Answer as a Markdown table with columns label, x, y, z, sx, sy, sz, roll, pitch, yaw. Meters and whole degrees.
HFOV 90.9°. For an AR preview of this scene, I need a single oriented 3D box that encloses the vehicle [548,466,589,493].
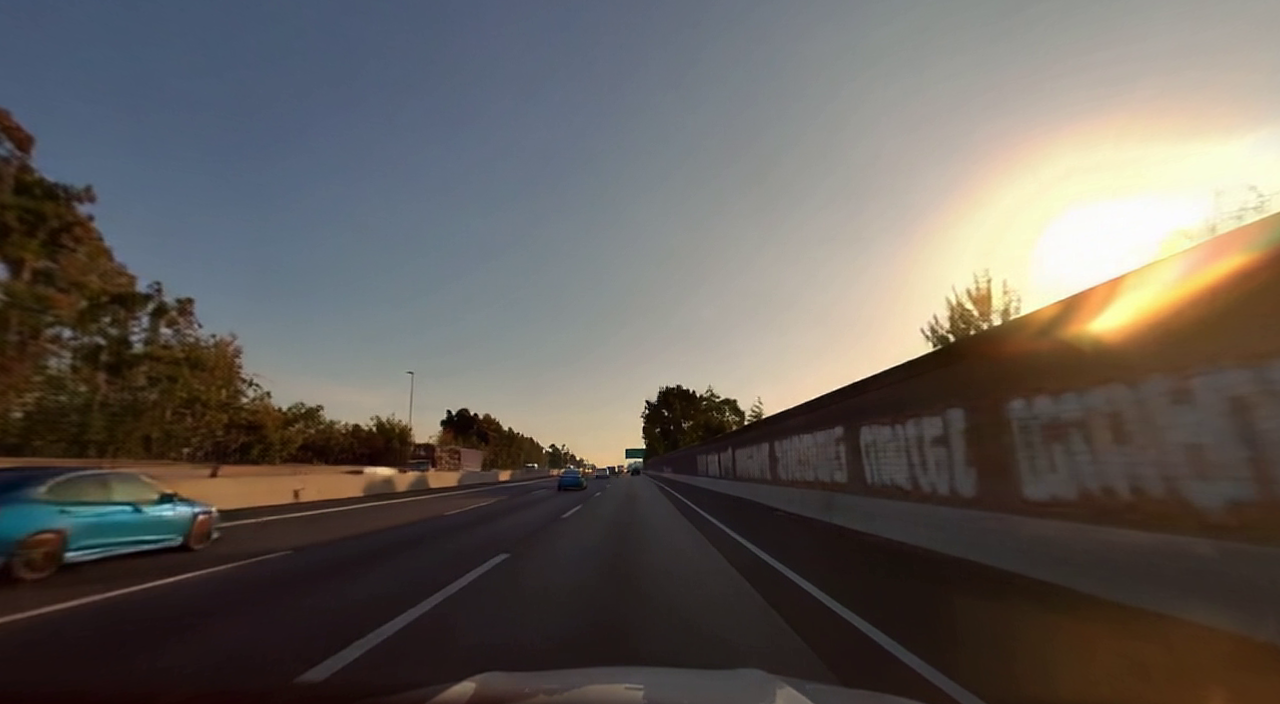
| label | x | y | z | sx | sy | sz | roll | pitch | yaw |
| --- | --- | --- | --- | --- | --- | --- | --- | --- | --- |
| vehicle | -4.097 | 7.436 | 36.778 | 1.941 | 1.437 | 3.829 | 1 | -11 | 0 |

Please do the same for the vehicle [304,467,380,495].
| label | x | y | z | sx | sy | sz | roll | pitch | yaw |
| --- | --- | --- | --- | --- | --- | --- | --- | --- | --- |
| vehicle | -15.542 | 6.747 | 33.109 | 1.857 | 1.311 | 4.379 | 1 | -11 | 0 |

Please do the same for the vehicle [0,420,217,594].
| label | x | y | z | sx | sy | sz | roll | pitch | yaw |
| --- | --- | --- | --- | --- | --- | --- | --- | --- | --- |
| vehicle | -7.180 | 1.612 | 6.772 | 2.124 | 1.630 | 4.416 | 1 | -11 | 0 |
